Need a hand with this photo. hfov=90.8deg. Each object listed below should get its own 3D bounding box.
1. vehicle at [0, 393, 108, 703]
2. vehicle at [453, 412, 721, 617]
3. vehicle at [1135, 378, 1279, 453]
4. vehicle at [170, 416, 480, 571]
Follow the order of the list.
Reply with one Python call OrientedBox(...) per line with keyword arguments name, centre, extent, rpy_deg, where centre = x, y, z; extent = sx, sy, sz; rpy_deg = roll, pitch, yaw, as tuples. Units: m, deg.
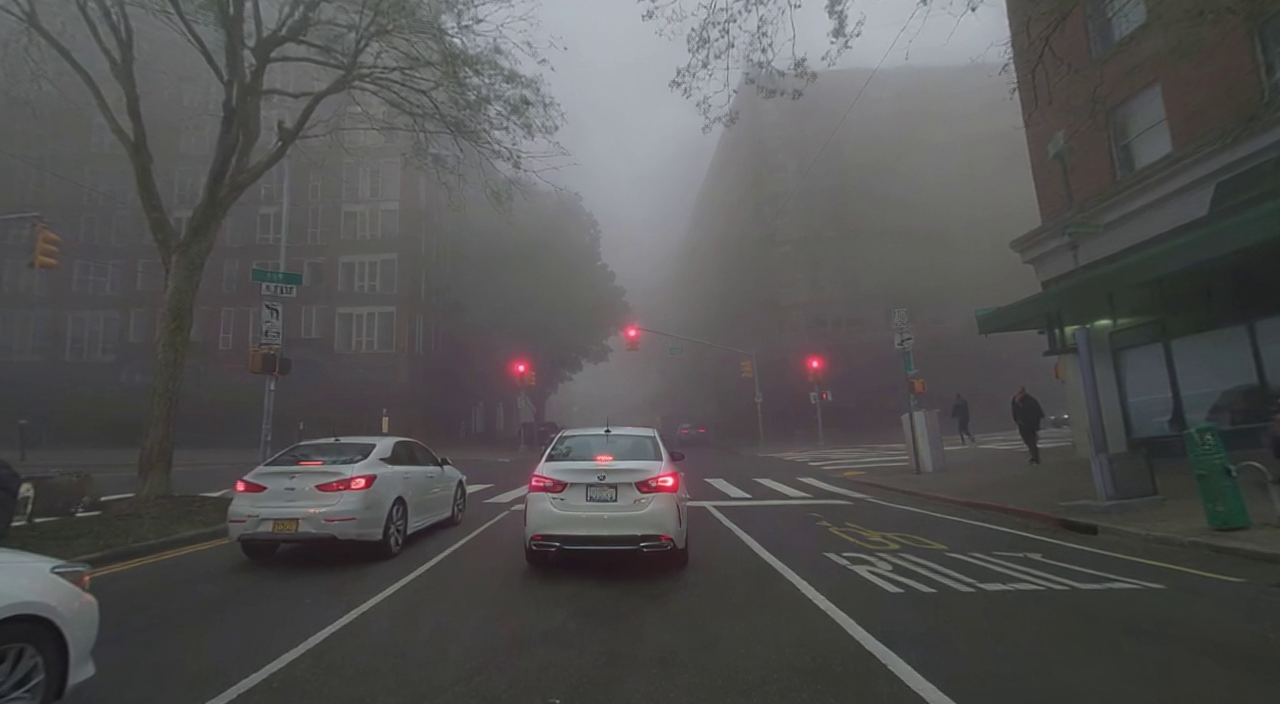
OrientedBox(name="vehicle", centre=(-3.919, 0.704, 1.170), extent=(1.995, 1.524, 4.438), rpy_deg=(0, -8, 0))
OrientedBox(name="vehicle", centre=(-0.412, 1.505, 6.742), extent=(1.999, 1.520, 3.896), rpy_deg=(0, -8, -1))
OrientedBox(name="vehicle", centre=(21.625, 2.362, 22.882), extent=(5.863, 2.493, 2.354), rpy_deg=(2, -9, -11))
OrientedBox(name="vehicle", centre=(-3.693, 1.733, 8.506), extent=(1.934, 1.522, 4.287), rpy_deg=(0, -8, 0))
